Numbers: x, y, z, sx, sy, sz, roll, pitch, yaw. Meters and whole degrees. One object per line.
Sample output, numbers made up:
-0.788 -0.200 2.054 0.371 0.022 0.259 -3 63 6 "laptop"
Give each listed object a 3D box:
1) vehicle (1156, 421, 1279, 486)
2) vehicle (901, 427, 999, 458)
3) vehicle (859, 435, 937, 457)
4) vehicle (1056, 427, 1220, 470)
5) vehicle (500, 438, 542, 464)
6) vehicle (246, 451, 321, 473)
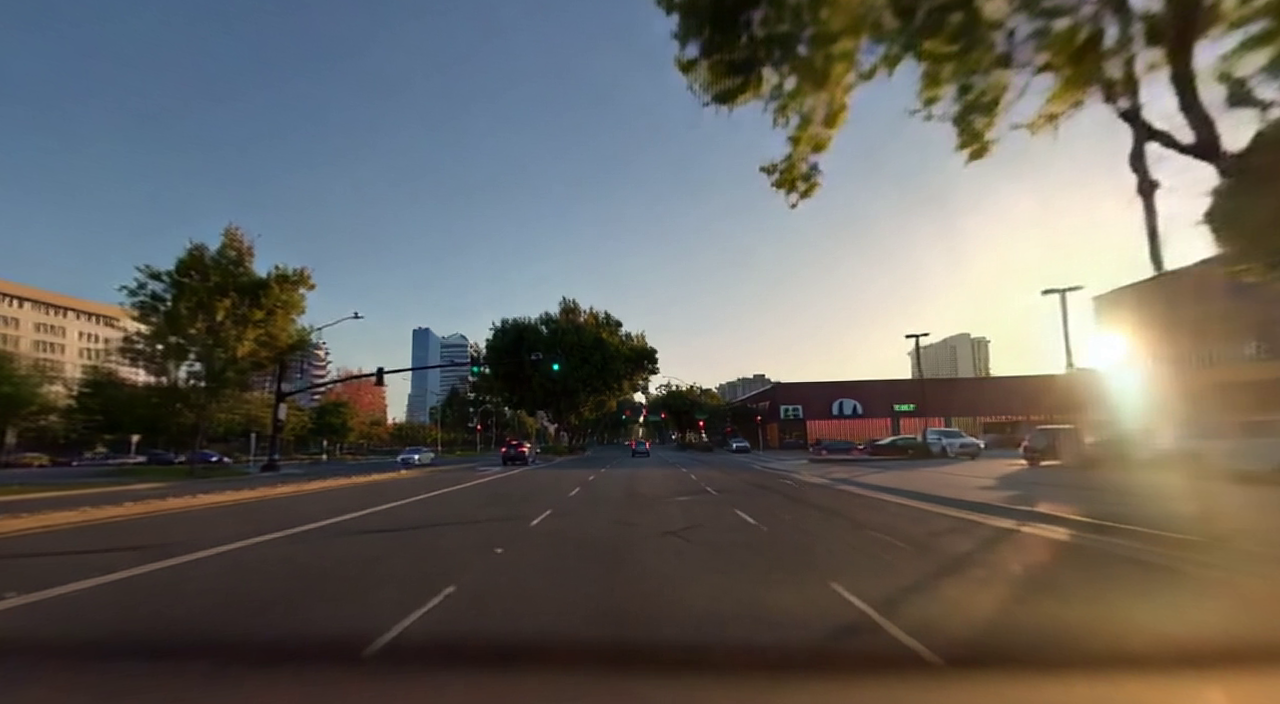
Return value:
17.522 2.758 17.590 4.512 1.459 1.916 -3 -6 -2 "vehicle"
17.441 5.136 35.619 4.498 1.671 1.887 -1 -8 3 "vehicle"
16.887 6.182 41.487 1.796 1.351 4.358 6 -11 -37 "vehicle"
17.673 3.444 22.532 4.211 1.418 1.907 0 -9 0 "vehicle"
-7.877 6.615 42.194 2.231 1.650 5.052 0 -9 -4 "vehicle"
-27.243 8.415 48.256 4.805 1.537 1.936 -2 -9 11 "vehicle"
